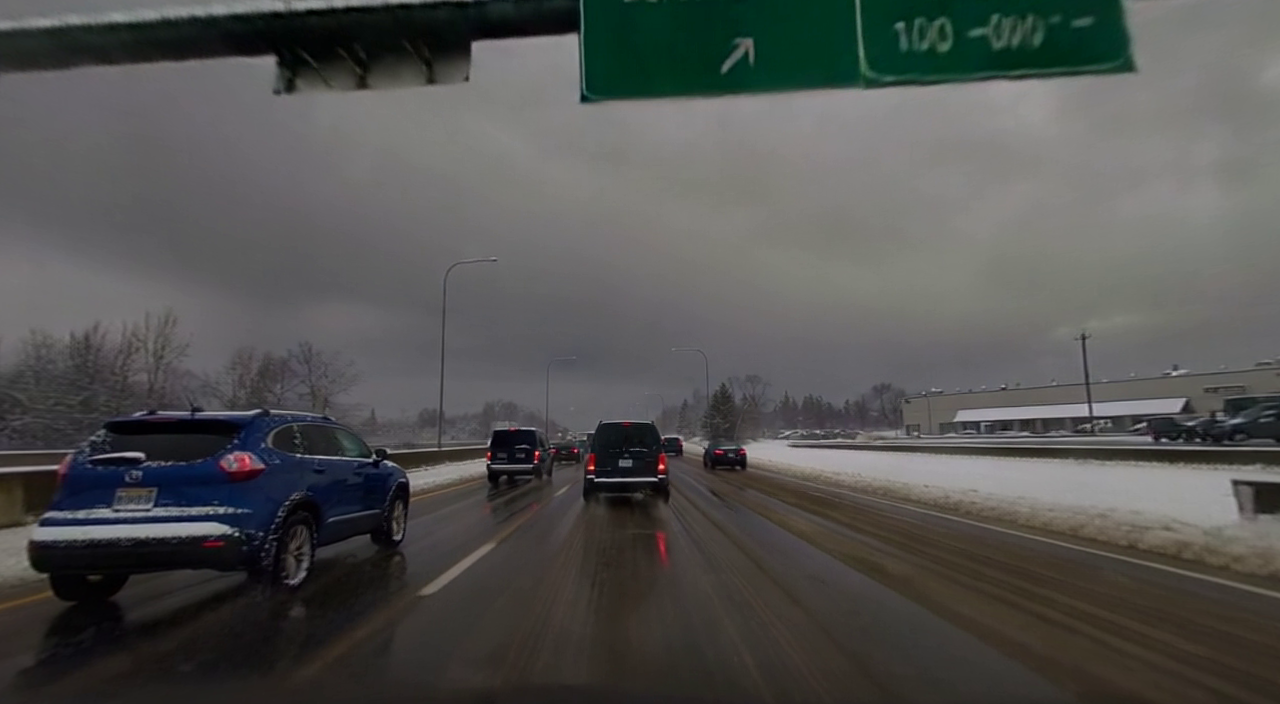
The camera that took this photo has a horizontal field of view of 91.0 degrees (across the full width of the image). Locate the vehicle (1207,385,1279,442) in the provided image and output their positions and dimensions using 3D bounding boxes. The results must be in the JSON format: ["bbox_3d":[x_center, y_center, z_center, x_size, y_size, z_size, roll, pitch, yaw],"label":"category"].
[{"bbox_3d":[36.296,3.612,36.266,2.528,3.094,4.804,-1,-8,1],"label":"vehicle"}]

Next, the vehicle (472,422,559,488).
[{"bbox_3d":[-3.990,3.382,20.932,2.038,1.936,4.300,0,-8,-1],"label":"vehicle"}]

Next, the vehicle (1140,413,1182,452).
[{"bbox_3d":[30.806,4.769,37.242,1.480,2.238,1.864,-6,-10,33],"label":"vehicle"}]

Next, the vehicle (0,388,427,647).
[{"bbox_3d":[-3.888,1.406,6.419,1.972,1.703,4.333,0,-8,-1],"label":"vehicle"}]

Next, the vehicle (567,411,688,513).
[{"bbox_3d":[-0.291,2.411,14.293,2.304,1.925,4.282,0,-8,-1],"label":"vehicle"}]

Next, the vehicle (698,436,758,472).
[{"bbox_3d":[3.880,4.579,28.425,1.999,1.494,3.833,0,-8,-2],"label":"vehicle"}]
